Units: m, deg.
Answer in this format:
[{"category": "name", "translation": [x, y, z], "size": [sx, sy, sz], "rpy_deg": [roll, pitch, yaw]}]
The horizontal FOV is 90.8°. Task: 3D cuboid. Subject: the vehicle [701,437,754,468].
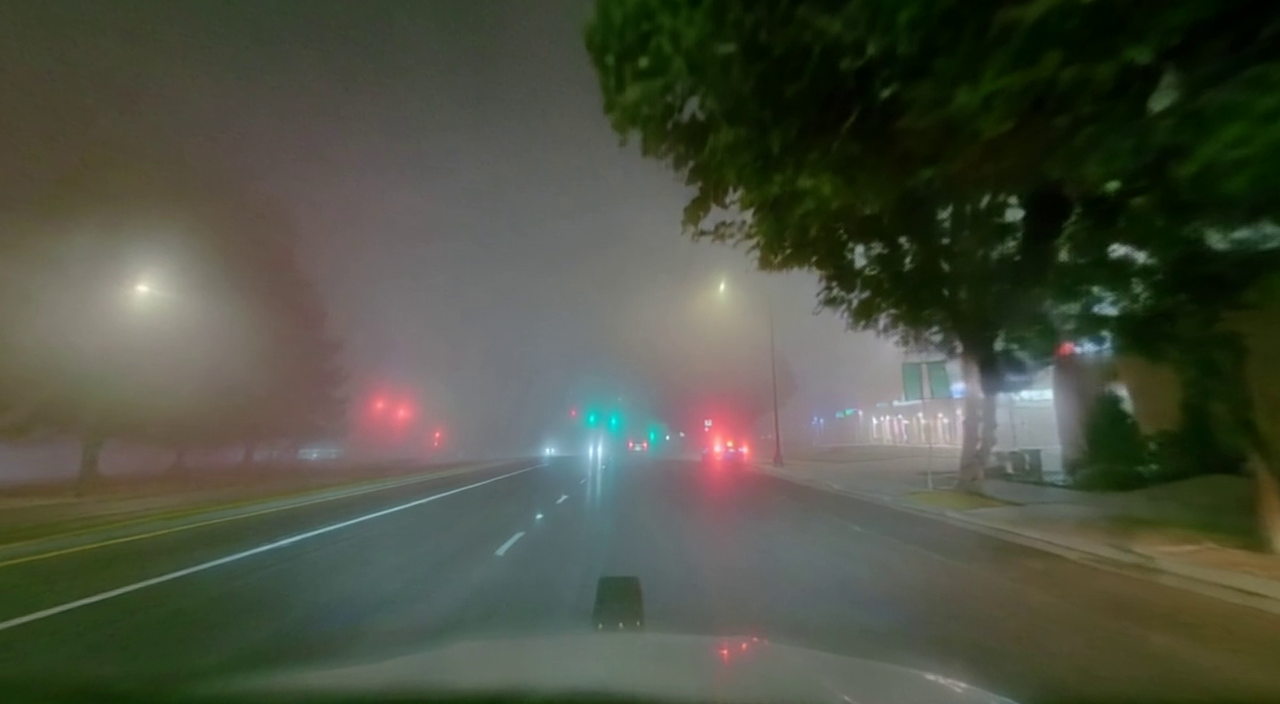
[{"category": "vehicle", "translation": [4.479, 5.213, 32.857], "size": [1.942, 1.469, 4.049], "rpy_deg": [0, -8, -3]}]
